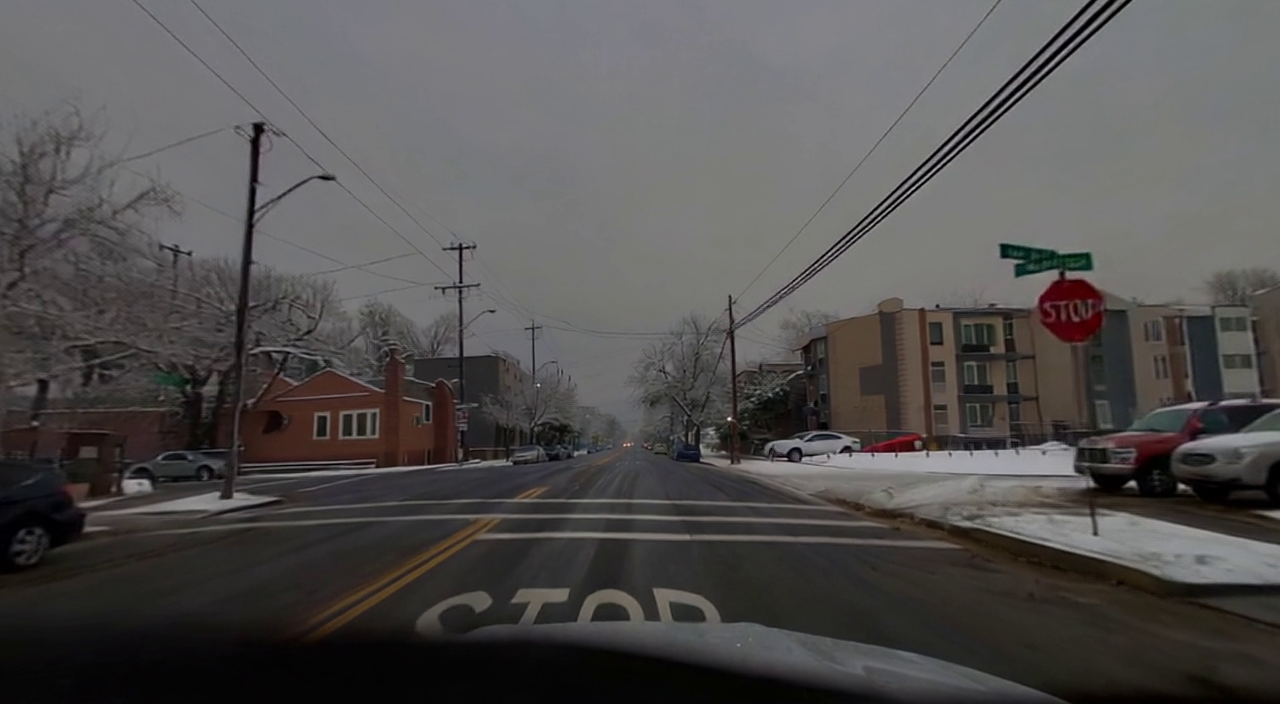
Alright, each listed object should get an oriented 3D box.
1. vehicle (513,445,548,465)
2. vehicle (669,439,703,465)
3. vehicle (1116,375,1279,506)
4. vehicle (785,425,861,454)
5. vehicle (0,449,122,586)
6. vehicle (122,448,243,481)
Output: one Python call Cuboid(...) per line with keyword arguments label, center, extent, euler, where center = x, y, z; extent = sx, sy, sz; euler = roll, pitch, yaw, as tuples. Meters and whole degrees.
Cuboid(label="vehicle", center=(-8.515, 8.065, 49.561), extent=(2.066, 1.472, 4.353), euler=(0, -8, -1))
Cuboid(label="vehicle", center=(3.265, 7.207, 45.520), extent=(1.993, 1.755, 4.256), euler=(0, -8, -2))
Cuboid(label="vehicle", center=(10.988, 1.412, 10.201), extent=(4.911, 1.871, 2.063), euler=(0, -8, -3))
Cuboid(label="vehicle", center=(11.294, 5.410, 38.912), extent=(4.509, 1.664, 1.981), euler=(6, -10, -34))
Cuboid(label="vehicle", center=(-8.109, 1.762, 6.291), extent=(2.018, 1.493, 4.693), euler=(-1, -8, -2))
Cuboid(label="vehicle", center=(-22.228, 5.466, 30.823), extent=(4.424, 1.486, 1.814), euler=(0, -8, -2))
